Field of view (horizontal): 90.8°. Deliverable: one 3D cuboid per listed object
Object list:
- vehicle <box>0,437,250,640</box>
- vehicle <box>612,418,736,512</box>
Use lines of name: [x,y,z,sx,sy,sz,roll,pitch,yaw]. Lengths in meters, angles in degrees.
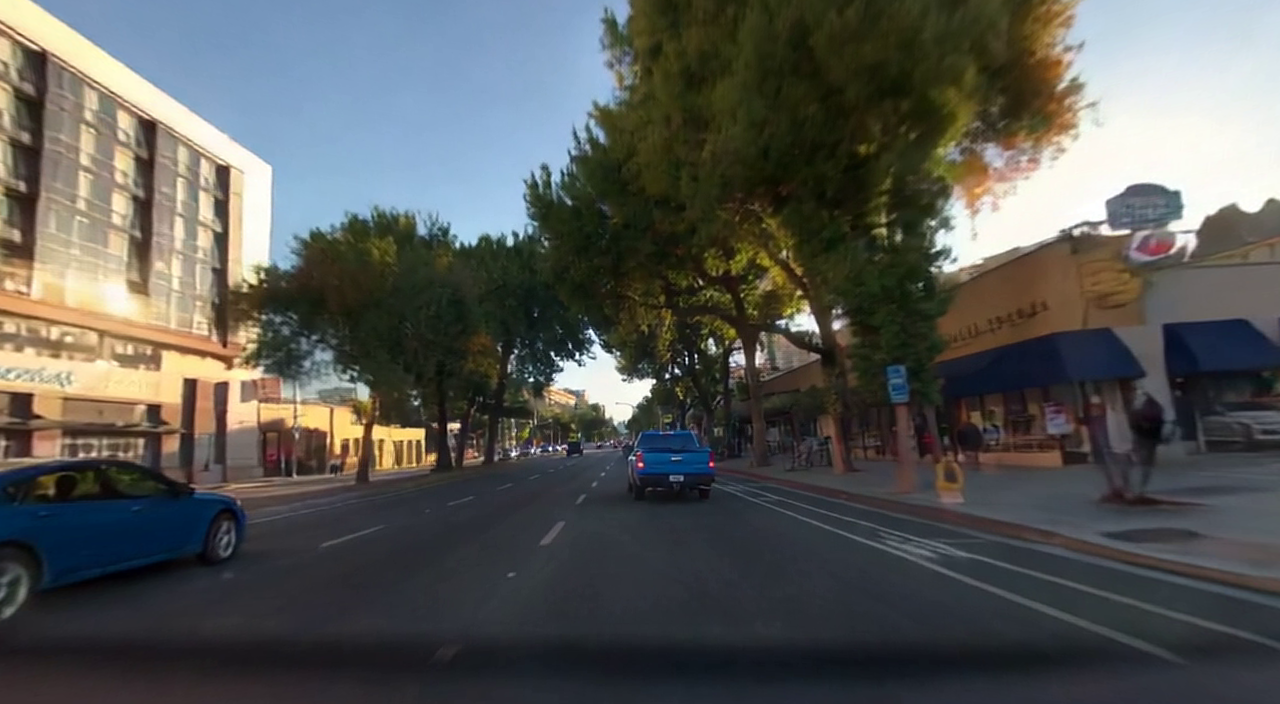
vehicle: [-5.473,1.407,5.035,1.888,1.424,4.553,0,-8,-1]
vehicle: [0.589,2.788,16.125,2.590,1.932,5.776,0,-8,-2]
